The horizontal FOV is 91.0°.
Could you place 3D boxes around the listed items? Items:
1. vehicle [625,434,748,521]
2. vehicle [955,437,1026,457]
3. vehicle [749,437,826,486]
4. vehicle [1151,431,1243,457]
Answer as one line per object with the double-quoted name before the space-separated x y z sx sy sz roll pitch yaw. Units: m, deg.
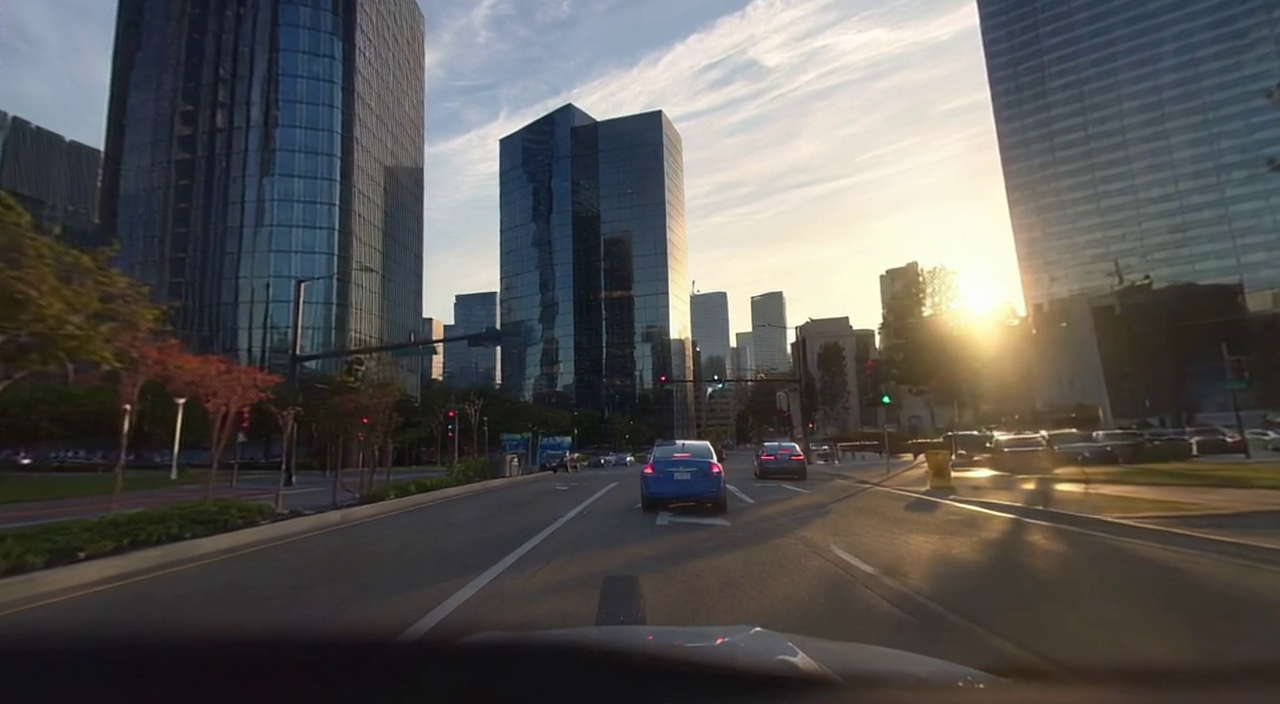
"vehicle" 0.885 2.513 13.069 2.127 1.497 4.020 -1 -9 2
"vehicle" 26.066 7.088 46.929 4.154 1.475 1.862 -2 -9 9
"vehicle" 4.905 3.710 21.506 1.916 1.492 3.911 -1 -9 4
"vehicle" 38.004 6.343 43.070 4.274 1.503 1.755 -4 -10 8
